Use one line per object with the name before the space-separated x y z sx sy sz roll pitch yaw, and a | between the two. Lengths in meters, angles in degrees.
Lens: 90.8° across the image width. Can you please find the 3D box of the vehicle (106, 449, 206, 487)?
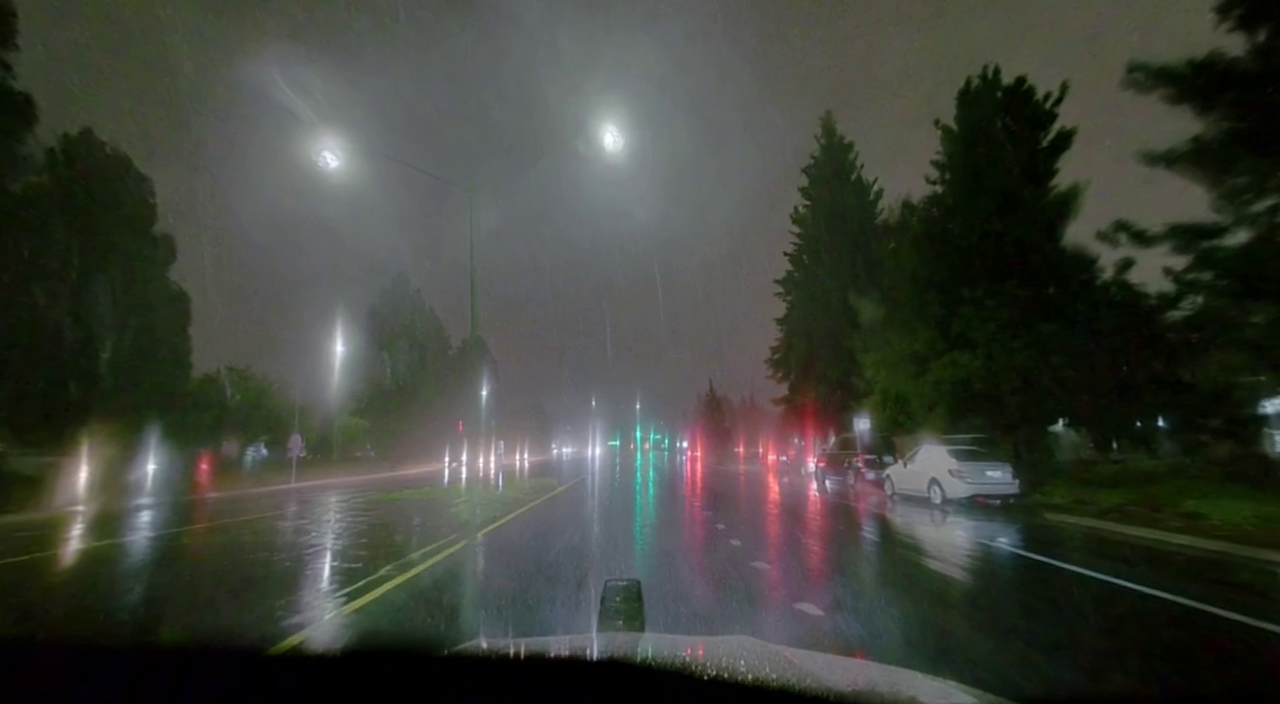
vehicle | -27.720 6.614 36.476 2.180 1.915 5.140 1 -8 -7

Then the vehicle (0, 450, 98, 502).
vehicle | -25.584 5.130 25.914 4.699 1.866 2.179 -3 -8 -2

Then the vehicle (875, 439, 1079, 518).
vehicle | 7.334 2.778 14.460 1.975 1.479 4.632 0 -8 -2

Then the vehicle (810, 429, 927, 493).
vehicle | 7.343 3.545 20.898 1.998 1.873 4.659 0 -8 -1
